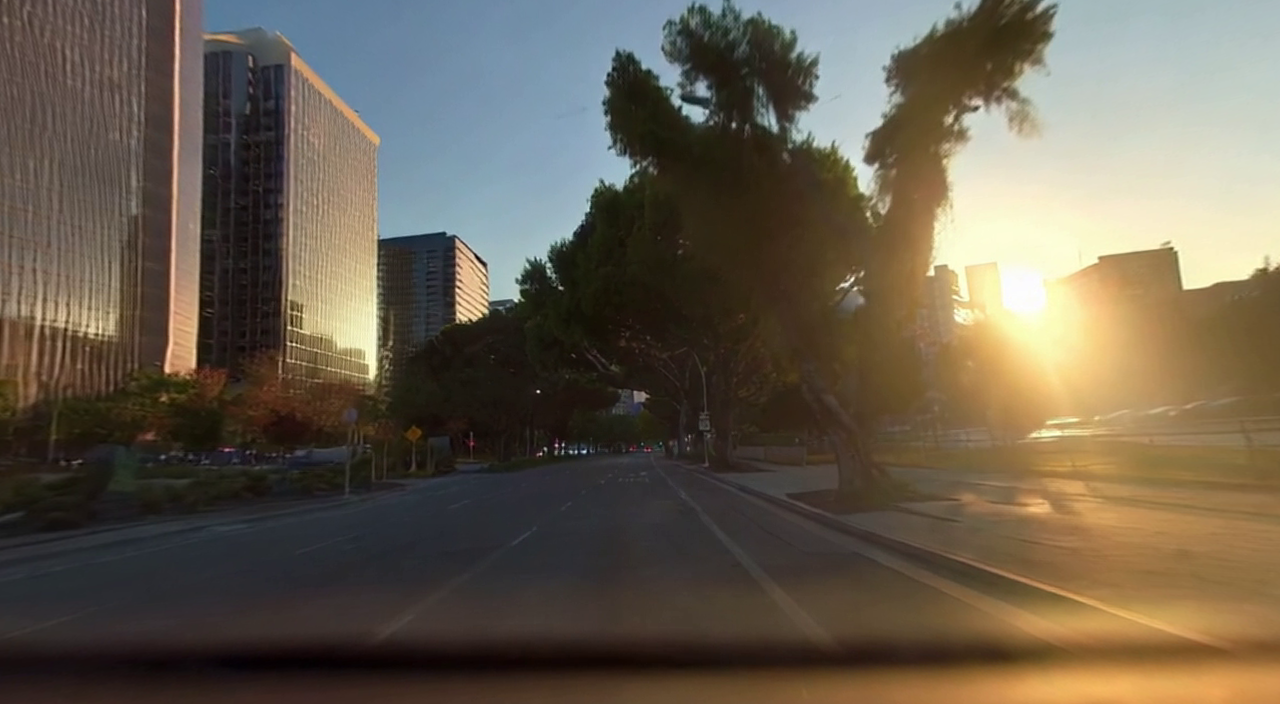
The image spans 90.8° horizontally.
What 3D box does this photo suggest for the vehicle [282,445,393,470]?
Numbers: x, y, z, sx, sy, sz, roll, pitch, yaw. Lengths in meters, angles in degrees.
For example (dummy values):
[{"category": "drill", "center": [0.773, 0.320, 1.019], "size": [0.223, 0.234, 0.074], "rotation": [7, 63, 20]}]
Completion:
[{"category": "vehicle", "center": [-18.488, 6.482, 38.723], "size": [5.962, 1.458, 1.711], "rotation": [0, -10, 3]}]
